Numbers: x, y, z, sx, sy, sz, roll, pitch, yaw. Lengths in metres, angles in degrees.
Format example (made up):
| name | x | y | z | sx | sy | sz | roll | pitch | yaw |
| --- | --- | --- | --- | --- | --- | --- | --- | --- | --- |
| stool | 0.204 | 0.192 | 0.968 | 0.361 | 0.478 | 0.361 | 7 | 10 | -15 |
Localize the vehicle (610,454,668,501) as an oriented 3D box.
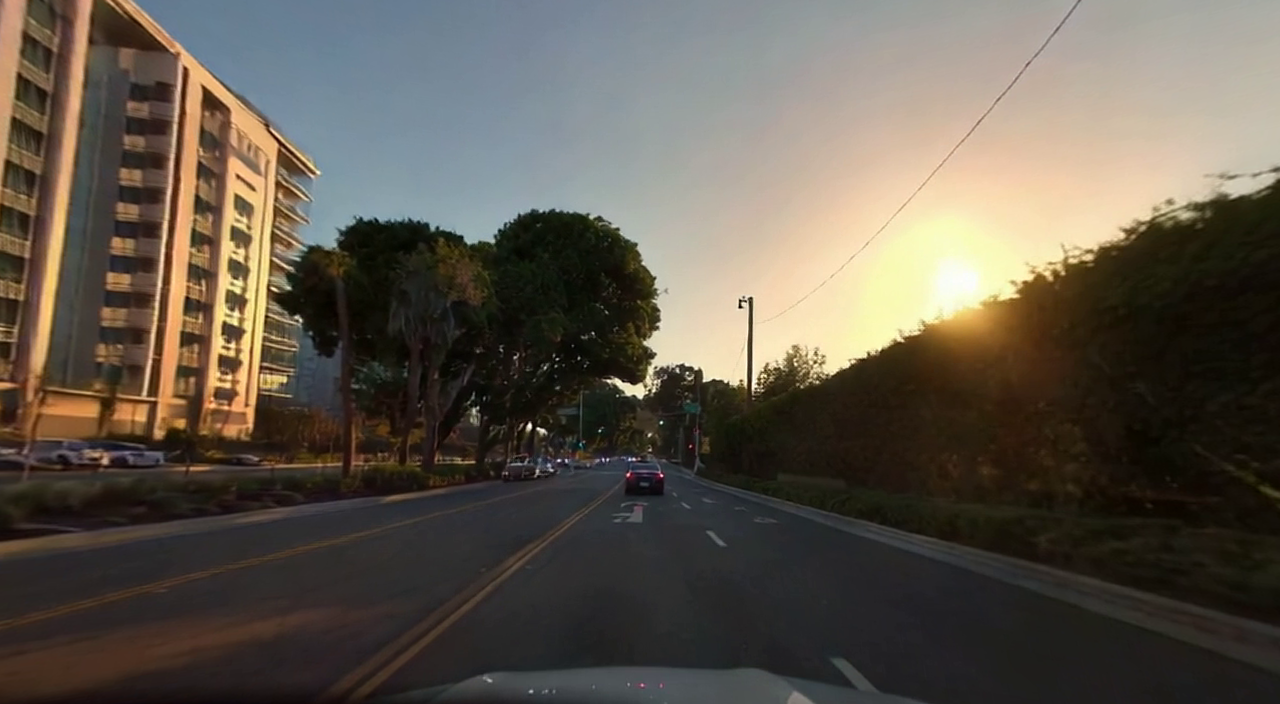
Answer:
| name | x | y | z | sx | sy | sz | roll | pitch | yaw |
| --- | --- | --- | --- | --- | --- | --- | --- | --- | --- |
| vehicle | -0.006 | 4.915 | 24.714 | 2.067 | 1.629 | 3.858 | 0 | -11 | 1 |
